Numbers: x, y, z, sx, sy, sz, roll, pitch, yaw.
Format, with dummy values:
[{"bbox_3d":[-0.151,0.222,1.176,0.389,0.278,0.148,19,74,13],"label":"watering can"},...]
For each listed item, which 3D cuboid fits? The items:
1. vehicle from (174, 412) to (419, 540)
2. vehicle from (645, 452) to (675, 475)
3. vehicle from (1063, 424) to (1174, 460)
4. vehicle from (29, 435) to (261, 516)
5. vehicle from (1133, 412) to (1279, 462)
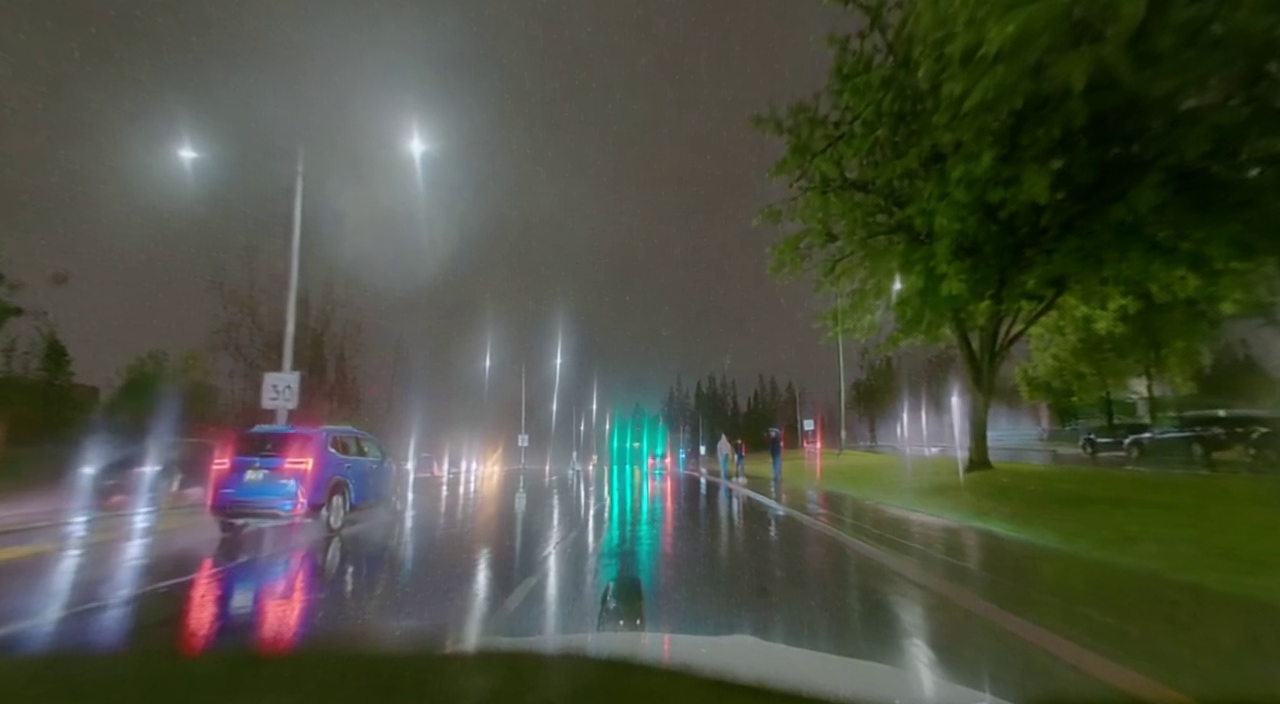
[{"bbox_3d":[-5.964,2.185,11.721,2.027,1.908,4.273,0,-8,1],"label":"vehicle"},{"bbox_3d":[1.387,8.081,45.808,2.091,1.494,3.962,0,-8,0],"label":"vehicle"},{"bbox_3d":[22.993,4.360,30.531,2.001,1.558,4.803,-1,-8,6],"label":"vehicle"},{"bbox_3d":[-12.001,2.975,15.832,1.953,1.697,4.725,0,-8,0],"label":"vehicle"},{"bbox_3d":[22.129,3.361,24.784,2.018,1.751,4.637,-1,-8,6],"label":"vehicle"}]
